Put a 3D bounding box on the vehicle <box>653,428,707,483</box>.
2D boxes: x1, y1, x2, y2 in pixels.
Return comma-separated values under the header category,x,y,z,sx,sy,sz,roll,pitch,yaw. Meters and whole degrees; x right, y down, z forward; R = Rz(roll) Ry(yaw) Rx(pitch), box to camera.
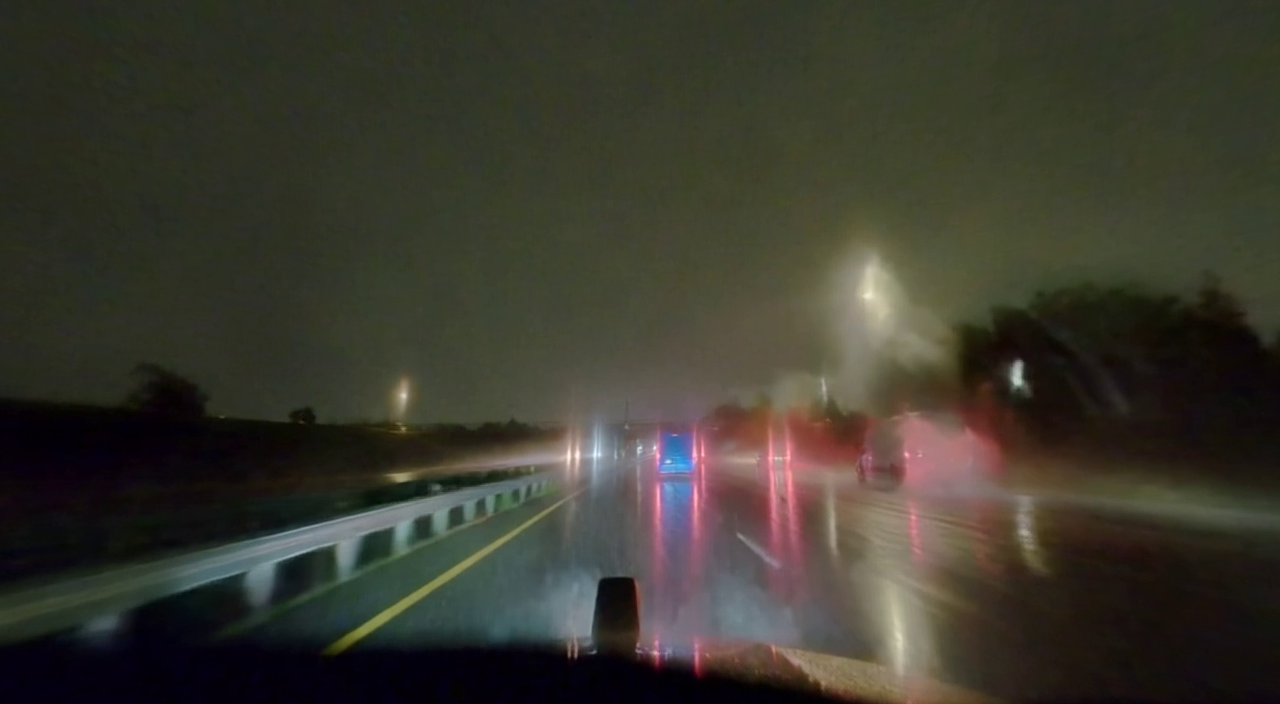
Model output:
category,x,y,z,sx,sy,sz,roll,pitch,yaw
vehicle,1.969,5.396,32.899,2.560,2.598,5.581,0,-9,1
